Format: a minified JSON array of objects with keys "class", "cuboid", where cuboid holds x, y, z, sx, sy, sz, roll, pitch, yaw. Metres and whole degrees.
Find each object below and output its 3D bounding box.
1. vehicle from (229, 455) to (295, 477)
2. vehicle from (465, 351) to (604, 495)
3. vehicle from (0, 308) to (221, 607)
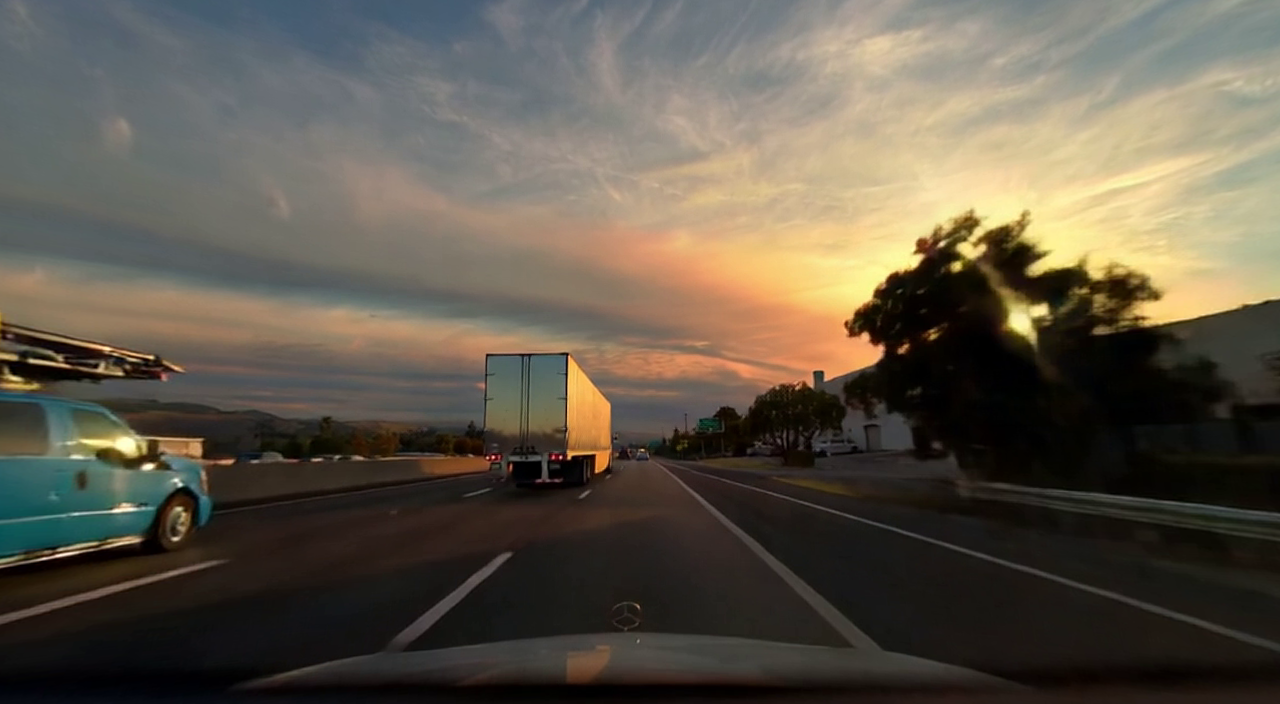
[{"class":"vehicle","cuboid":[-27.429,8.241,45.989,1.802,1.455,4.803,0,-9,1]},{"class":"vehicle","cuboid":[-3.451,3.224,26.245,2.939,4.132,16.303,0,-9,0]},{"class":"vehicle","cuboid":[-6.972,0.923,5.510,2.385,2.672,6.049,0,-9,0]}]
